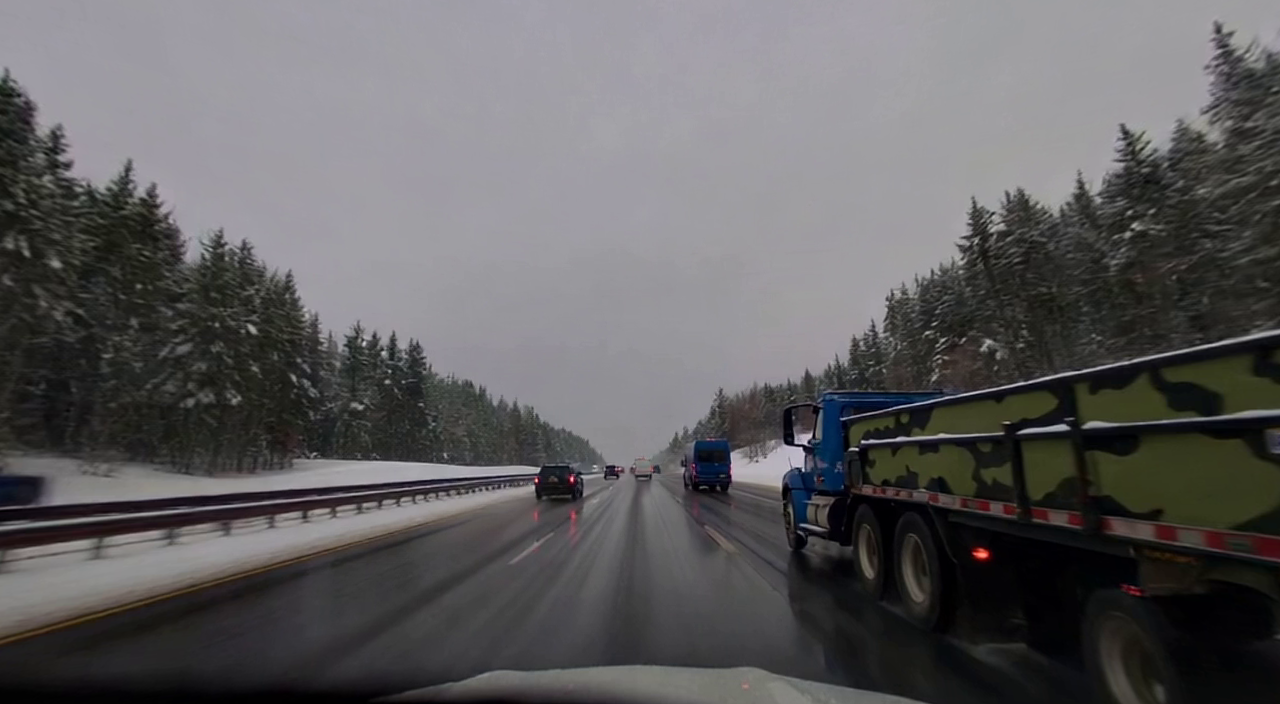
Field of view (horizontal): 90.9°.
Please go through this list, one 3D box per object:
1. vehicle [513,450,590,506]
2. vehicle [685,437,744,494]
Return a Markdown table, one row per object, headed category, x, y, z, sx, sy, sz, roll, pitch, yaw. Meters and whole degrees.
| category | x | y | z | sx | sy | sz | roll | pitch | yaw |
| --- | --- | --- | --- | --- | --- | --- | --- | --- | --- |
| vehicle | -3.264 | 4.808 | 24.230 | 2.204 | 1.852 | 4.661 | 1 | -10 | 1 |
| vehicle | 4.148 | 6.512 | 36.098 | 2.703 | 2.988 | 5.097 | 1 | -10 | 0 |
